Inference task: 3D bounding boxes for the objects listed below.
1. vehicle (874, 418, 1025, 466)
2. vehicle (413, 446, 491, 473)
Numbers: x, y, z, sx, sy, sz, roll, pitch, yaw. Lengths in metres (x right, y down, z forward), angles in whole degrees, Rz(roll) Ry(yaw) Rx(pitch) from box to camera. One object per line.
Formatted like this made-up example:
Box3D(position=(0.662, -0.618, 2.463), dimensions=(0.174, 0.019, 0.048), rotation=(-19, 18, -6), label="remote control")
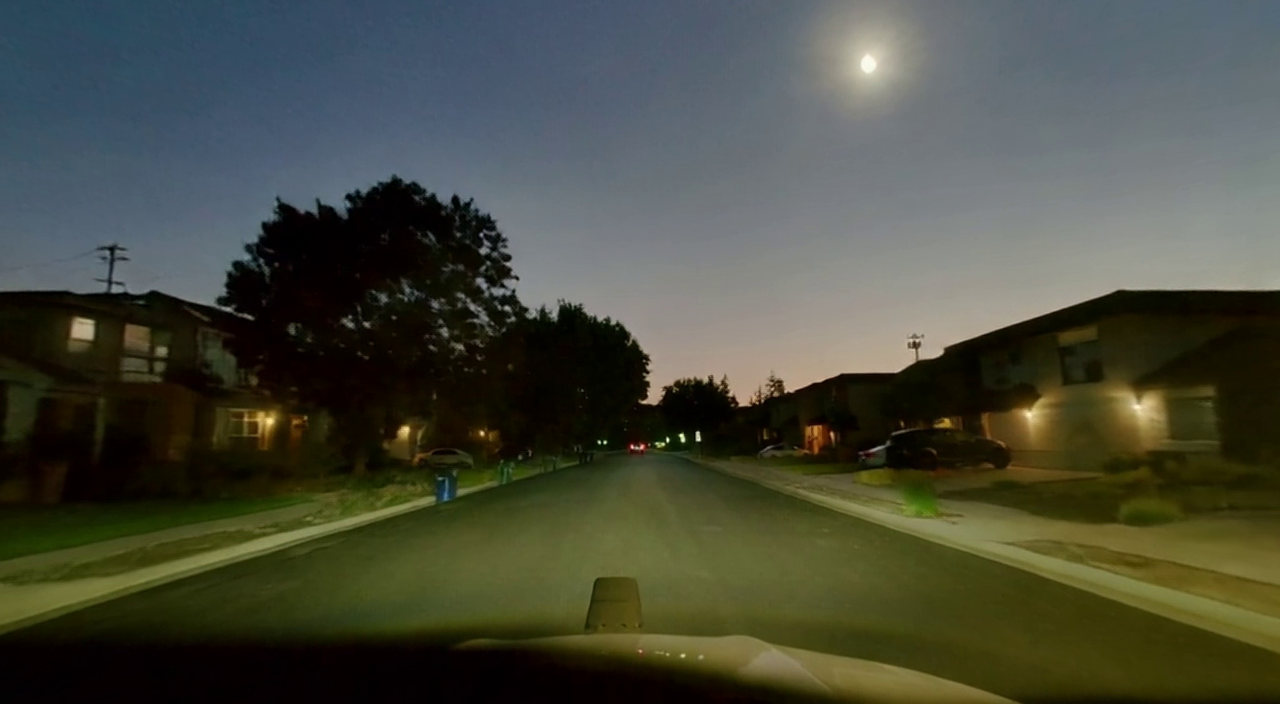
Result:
Box3D(position=(12.780, 3.788, 26.411), dimensions=(5.049, 1.845, 2.327), rotation=(-1, -9, 0), label="vehicle")
Box3D(position=(-13.211, 7.593, 44.738), dimensions=(4.887, 1.788, 2.006), rotation=(1, -9, -3), label="vehicle")
